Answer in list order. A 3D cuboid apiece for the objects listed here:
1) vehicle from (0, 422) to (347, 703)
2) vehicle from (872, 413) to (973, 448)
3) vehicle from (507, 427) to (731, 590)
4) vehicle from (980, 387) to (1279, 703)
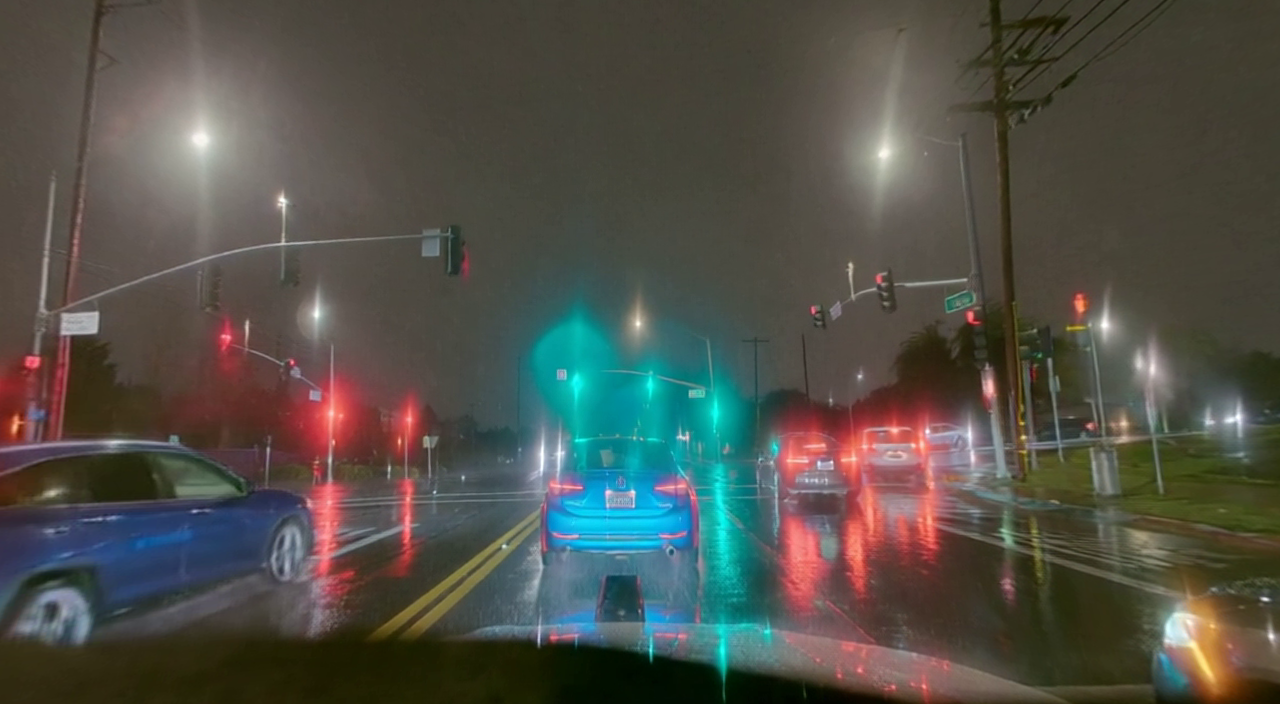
[{"bbox_3d":[-4.383,1.352,4.877,2.106,1.492,4.312,0,-8,1],"label":"vehicle"},{"bbox_3d":[15.114,4.241,33.995,4.431,1.555,1.886,-4,-9,2],"label":"vehicle"},{"bbox_3d":[-0.225,1.753,7.986,2.061,1.485,4.196,0,-8,-1],"label":"vehicle"},{"bbox_3d":[2.924,0.839,1.785,1.860,1.494,3.707,0,-8,1],"label":"vehicle"}]
